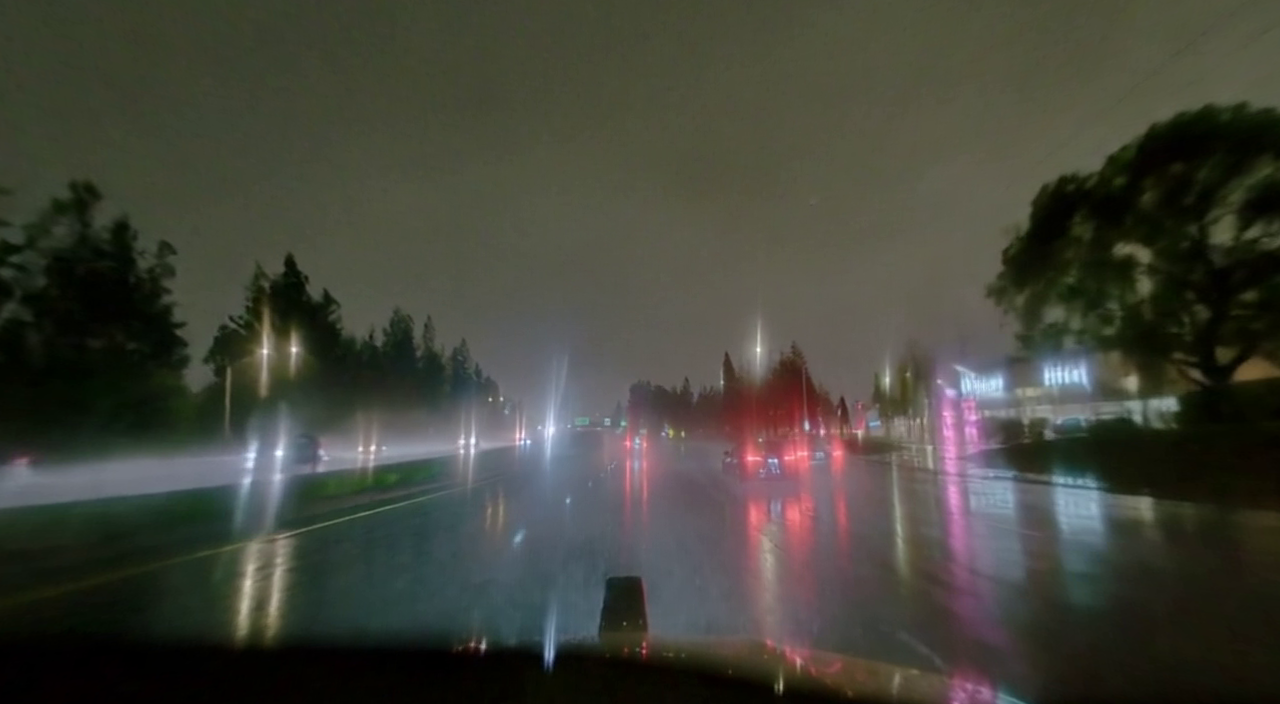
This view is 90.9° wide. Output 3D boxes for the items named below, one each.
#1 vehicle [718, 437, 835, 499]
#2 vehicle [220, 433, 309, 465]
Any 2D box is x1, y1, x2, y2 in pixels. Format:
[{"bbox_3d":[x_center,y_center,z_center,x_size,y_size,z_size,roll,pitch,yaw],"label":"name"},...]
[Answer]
[{"bbox_3d":[3.468,3.026,16.930,2.069,1.431,4.313,0,-8,-2],"label":"vehicle"},{"bbox_3d":[-20.917,5.414,35.440,2.108,1.667,4.823,0,-8,-2],"label":"vehicle"}]
